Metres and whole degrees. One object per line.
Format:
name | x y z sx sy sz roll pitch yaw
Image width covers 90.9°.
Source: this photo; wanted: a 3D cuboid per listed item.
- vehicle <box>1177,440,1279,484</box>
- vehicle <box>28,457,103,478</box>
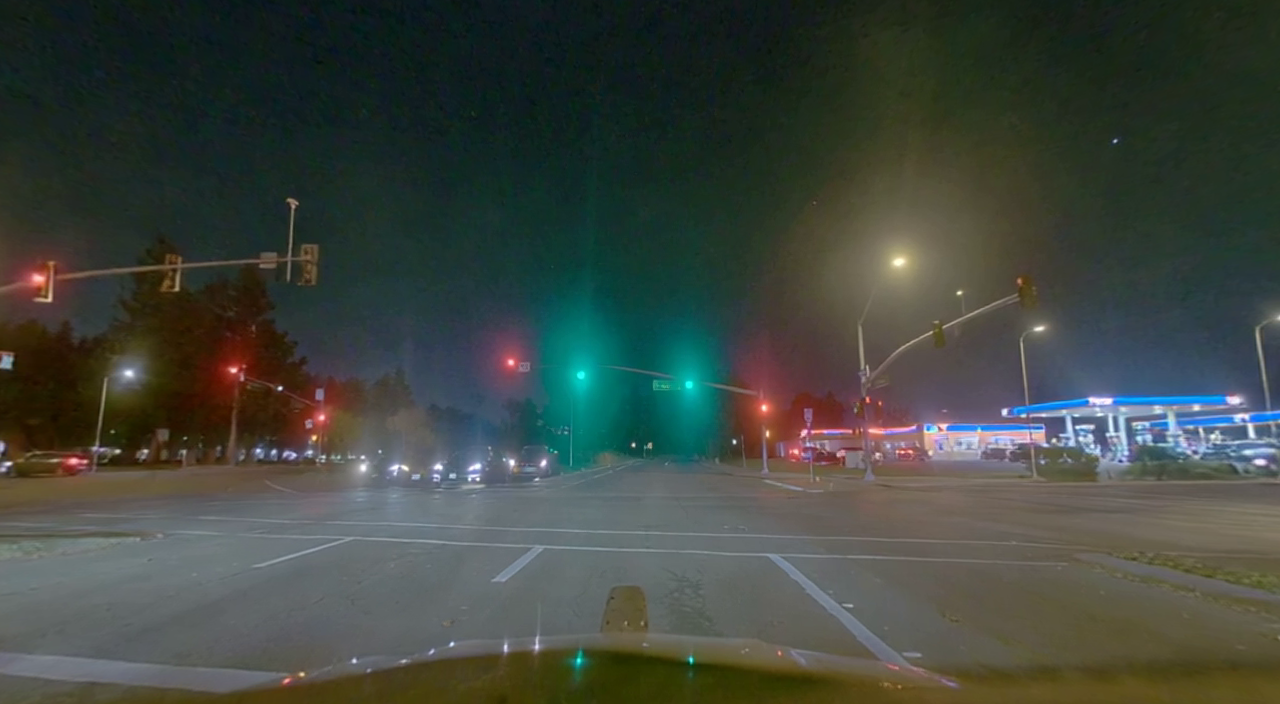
vehicle | 22.089 3.785 21.843 4.716 1.455 2.060 -3 -9 17
vehicle | -42.308 8.481 46.447 4.465 1.469 1.971 -3 -9 17
